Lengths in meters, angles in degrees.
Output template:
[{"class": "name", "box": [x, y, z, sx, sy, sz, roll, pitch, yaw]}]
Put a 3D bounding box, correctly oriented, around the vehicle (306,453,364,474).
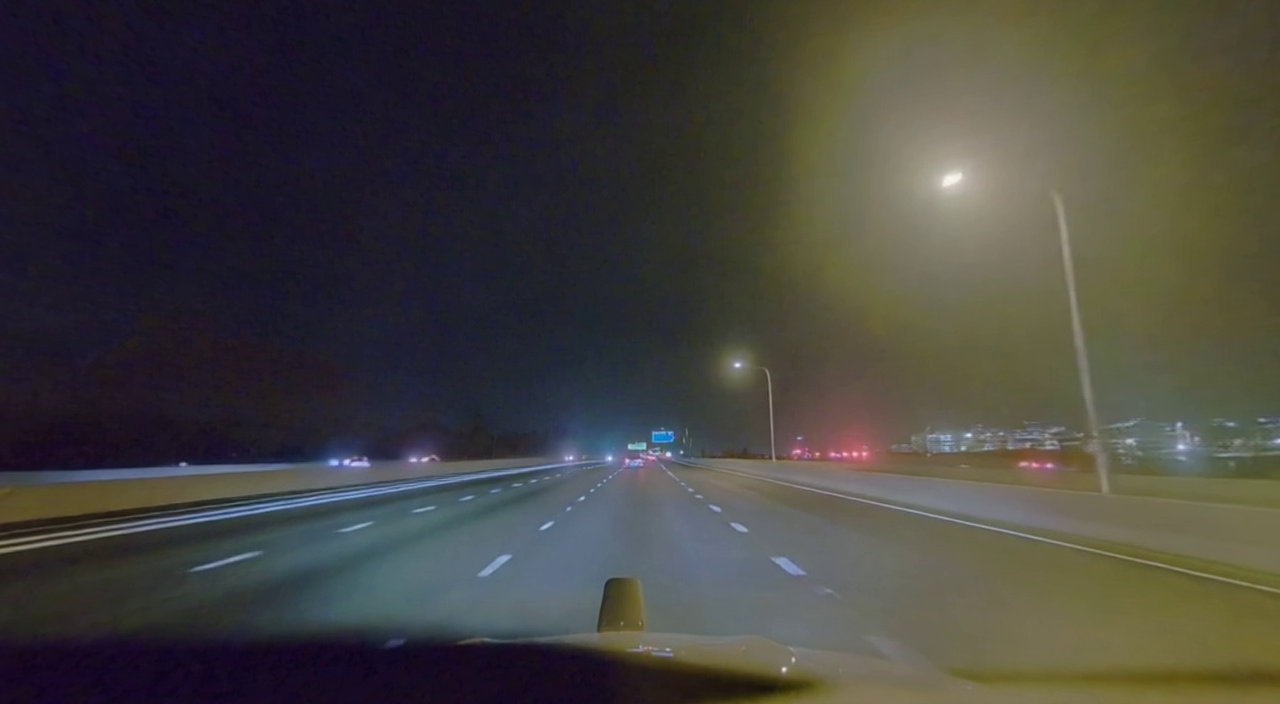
[{"class": "vehicle", "box": [-22.647, 8.305, 46.982, 2.033, 1.455, 4.424, 0, -9, 1]}]
